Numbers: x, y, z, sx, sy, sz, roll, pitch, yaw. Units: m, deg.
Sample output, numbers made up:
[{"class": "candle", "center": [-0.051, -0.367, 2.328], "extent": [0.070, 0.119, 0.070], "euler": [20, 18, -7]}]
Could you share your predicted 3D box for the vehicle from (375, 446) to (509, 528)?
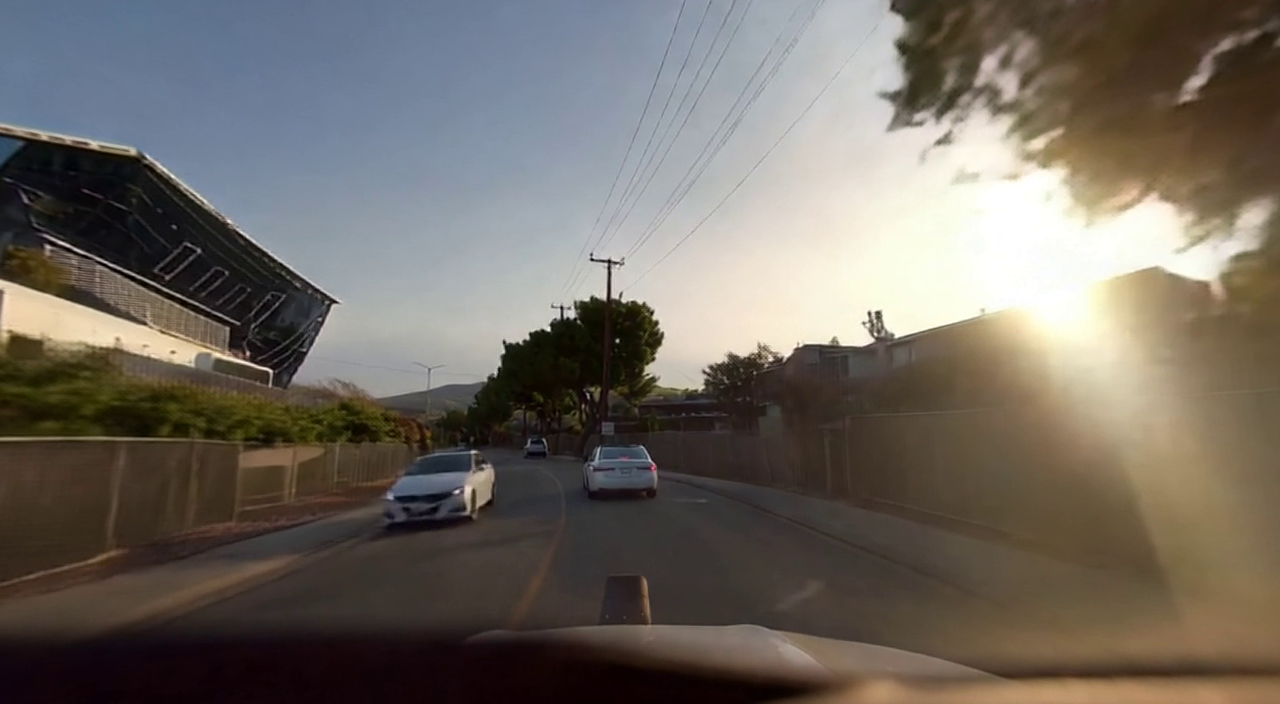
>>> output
[{"class": "vehicle", "center": [-4.102, 2.809, 13.817], "extent": [1.957, 1.442, 4.180], "euler": [0, -8, -6]}]

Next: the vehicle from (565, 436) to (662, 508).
[{"class": "vehicle", "center": [-0.765, 2.827, 15.411], "extent": [2.060, 1.487, 3.920], "euler": [1, -8, -6]}]
